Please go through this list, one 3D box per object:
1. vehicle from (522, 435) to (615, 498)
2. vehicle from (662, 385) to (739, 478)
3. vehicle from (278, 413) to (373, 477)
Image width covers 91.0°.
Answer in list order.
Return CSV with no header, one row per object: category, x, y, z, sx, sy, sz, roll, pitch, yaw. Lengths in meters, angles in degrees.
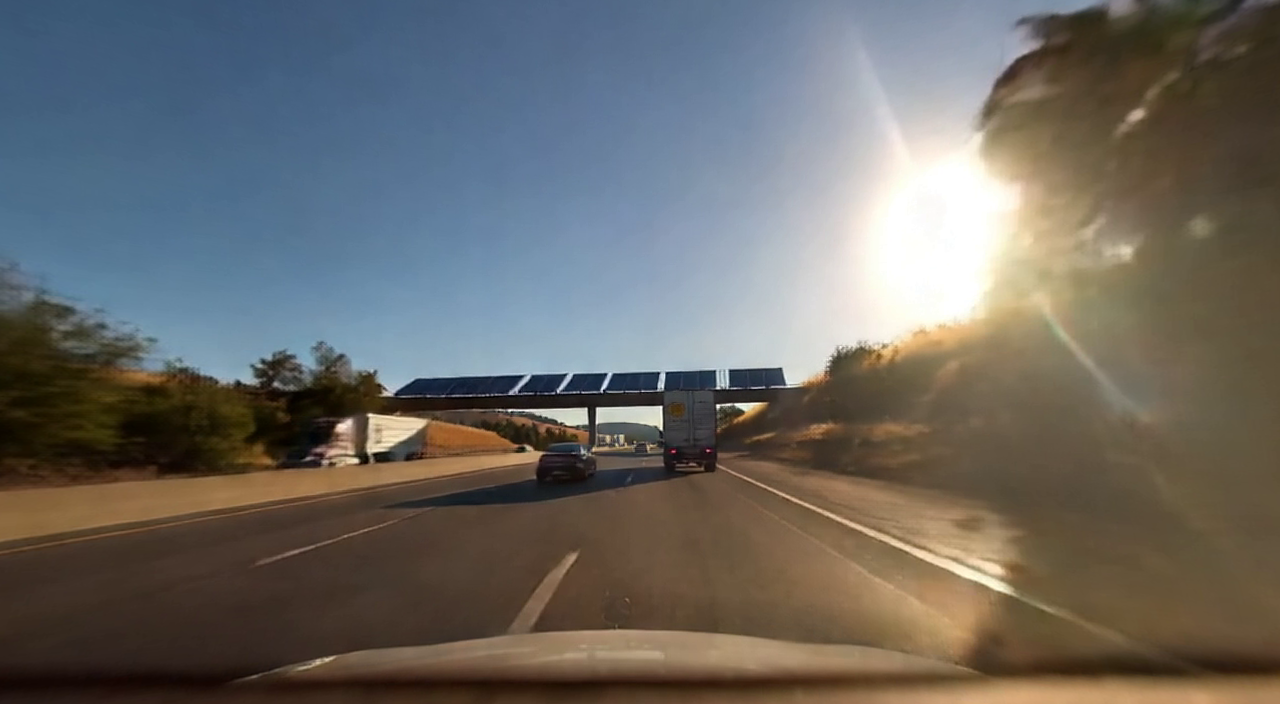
vehicle,-1.923,3.260,18.390,2.066,1.581,4.268,-1,-8,2
vehicle,2.552,3.844,29.866,2.967,3.633,10.015,-1,-8,2
vehicle,-20.971,6.247,42.402,2.969,3.972,5.940,-1,-8,3
